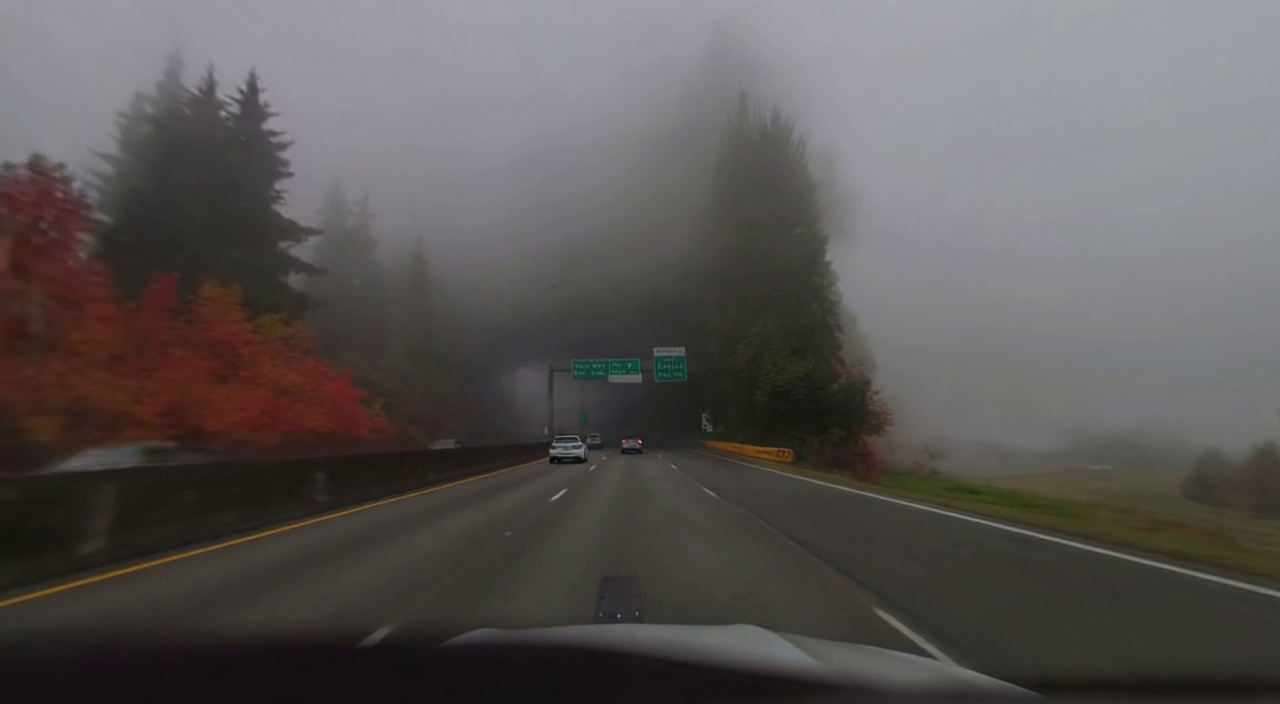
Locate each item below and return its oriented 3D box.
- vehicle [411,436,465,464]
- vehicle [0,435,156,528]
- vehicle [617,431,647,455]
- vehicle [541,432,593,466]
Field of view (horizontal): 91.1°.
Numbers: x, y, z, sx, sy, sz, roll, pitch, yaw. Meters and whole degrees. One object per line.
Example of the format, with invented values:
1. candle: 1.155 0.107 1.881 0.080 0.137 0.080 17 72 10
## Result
1. vehicle: -12.173 5.913 38.201 1.888 1.556 4.136 0 -8 0
2. vehicle: -11.728 2.366 11.894 1.872 1.550 4.089 0 -8 0
3. vehicle: -0.548 6.544 45.176 2.054 1.609 3.859 0 -8 -1
4. vehicle: -3.469 4.679 30.578 1.989 1.497 4.645 0 -8 0
